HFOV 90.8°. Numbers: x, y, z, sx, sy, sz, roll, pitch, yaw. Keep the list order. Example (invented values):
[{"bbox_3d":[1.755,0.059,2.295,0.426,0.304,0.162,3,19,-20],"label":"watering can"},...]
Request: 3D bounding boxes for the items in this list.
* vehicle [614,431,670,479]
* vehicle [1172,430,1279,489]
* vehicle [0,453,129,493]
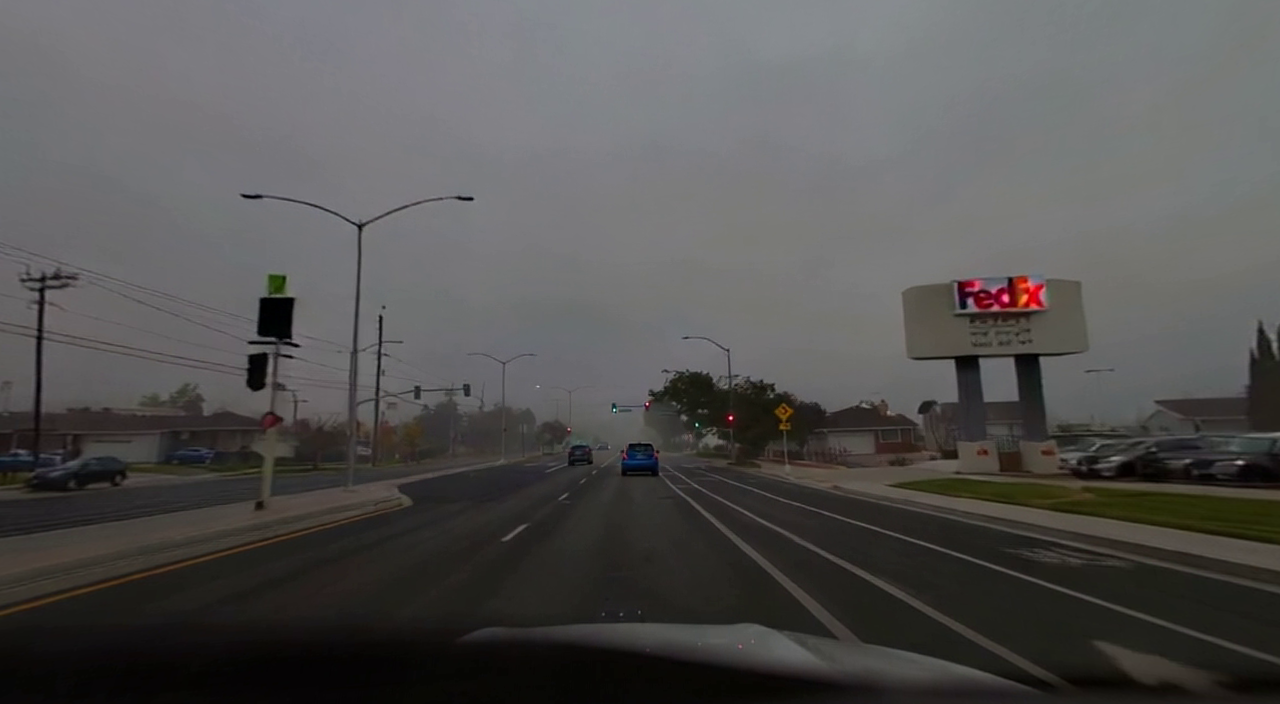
[{"bbox_3d":[0.040,4.555,28.110,2.273,1.909,5.075,0,-9,-1],"label":"vehicle"},{"bbox_3d":[18.773,3.178,18.854,3.892,1.624,2.085,0,-9,-3],"label":"vehicle"},{"bbox_3d":[-26.224,5.436,28.678,2.031,1.622,4.722,0,-9,0],"label":"vehicle"}]
